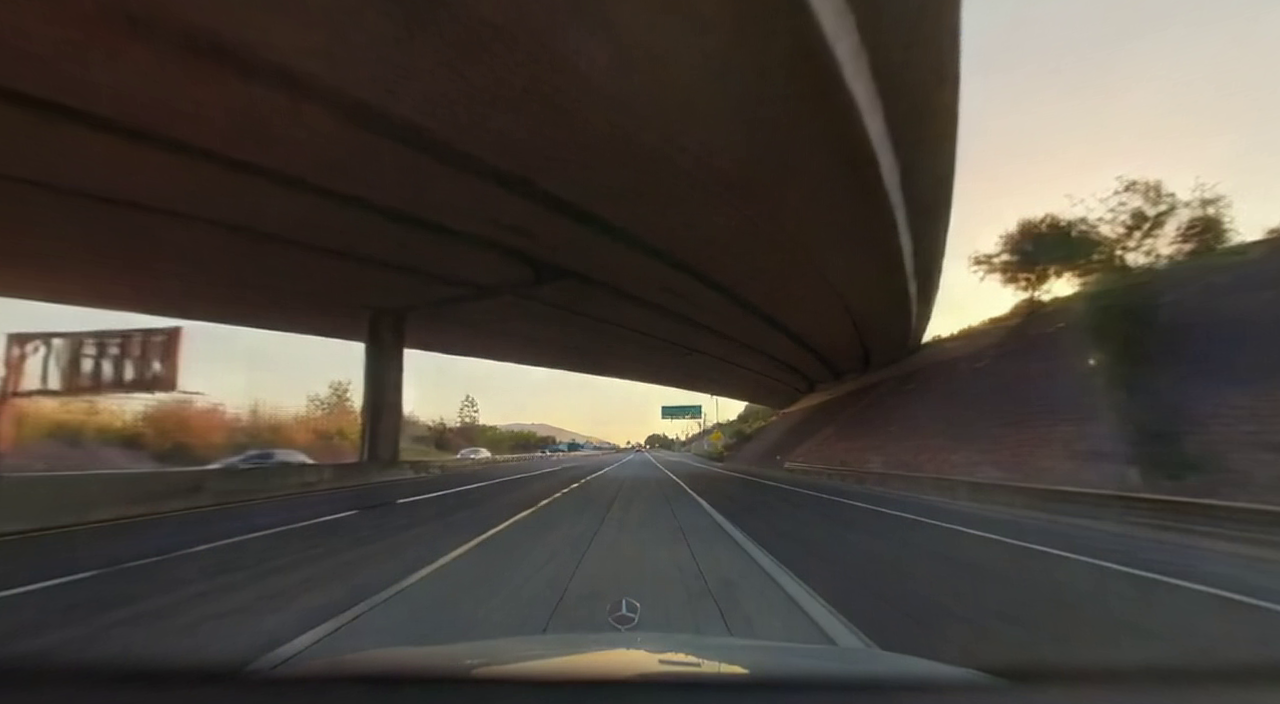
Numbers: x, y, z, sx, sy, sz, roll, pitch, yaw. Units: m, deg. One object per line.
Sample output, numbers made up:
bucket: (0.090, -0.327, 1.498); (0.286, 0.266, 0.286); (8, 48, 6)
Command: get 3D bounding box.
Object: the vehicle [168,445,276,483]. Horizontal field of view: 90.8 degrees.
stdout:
vehicle: (-17.856, 4.766, 27.217); (1.889, 1.483, 3.991); (0, -9, 0)
